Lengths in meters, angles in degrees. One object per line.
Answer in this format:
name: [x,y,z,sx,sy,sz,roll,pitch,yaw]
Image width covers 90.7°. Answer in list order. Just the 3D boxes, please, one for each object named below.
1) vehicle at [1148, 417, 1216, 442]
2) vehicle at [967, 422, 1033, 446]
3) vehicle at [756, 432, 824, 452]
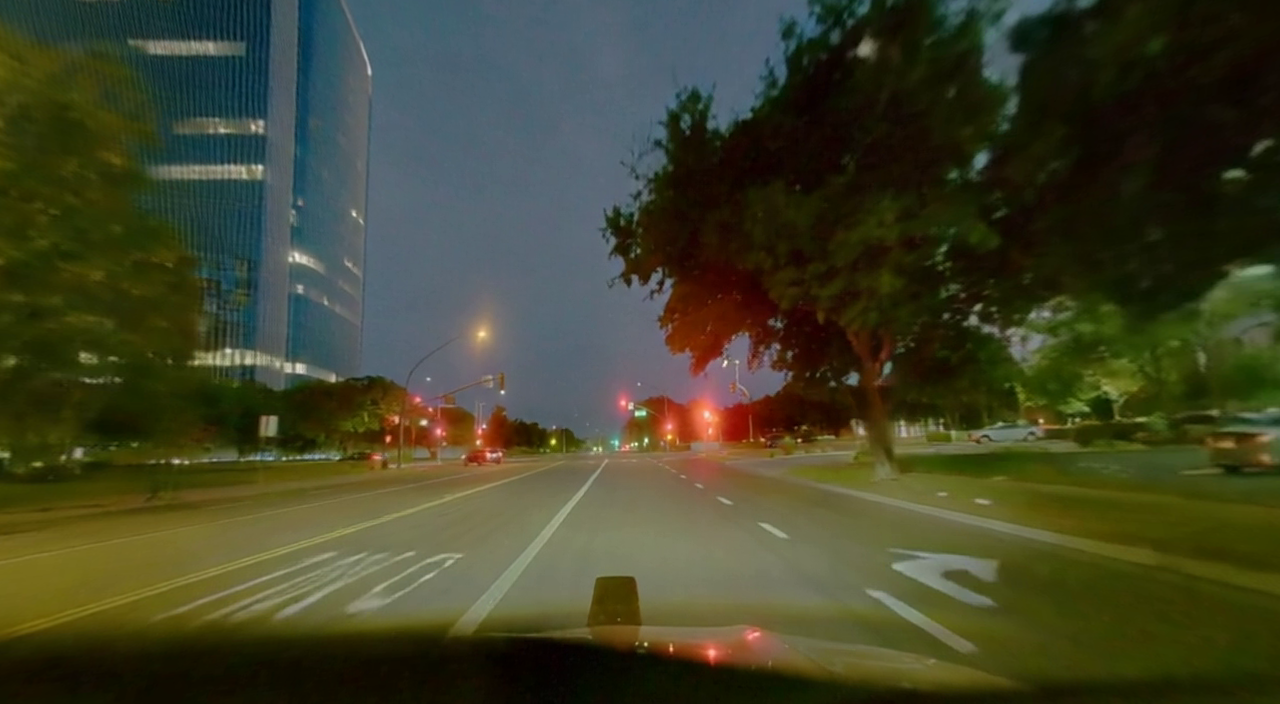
vehicle: [36.917,5.269,43.204,1.675,1.498,3.589,1,-4,3]
vehicle: [24.225,5.588,42.739,1.859,1.453,4.076,0,-9,-2]
vehicle: [11.575,6.958,49.067,4.670,1.476,2.042,0,-8,-1]
